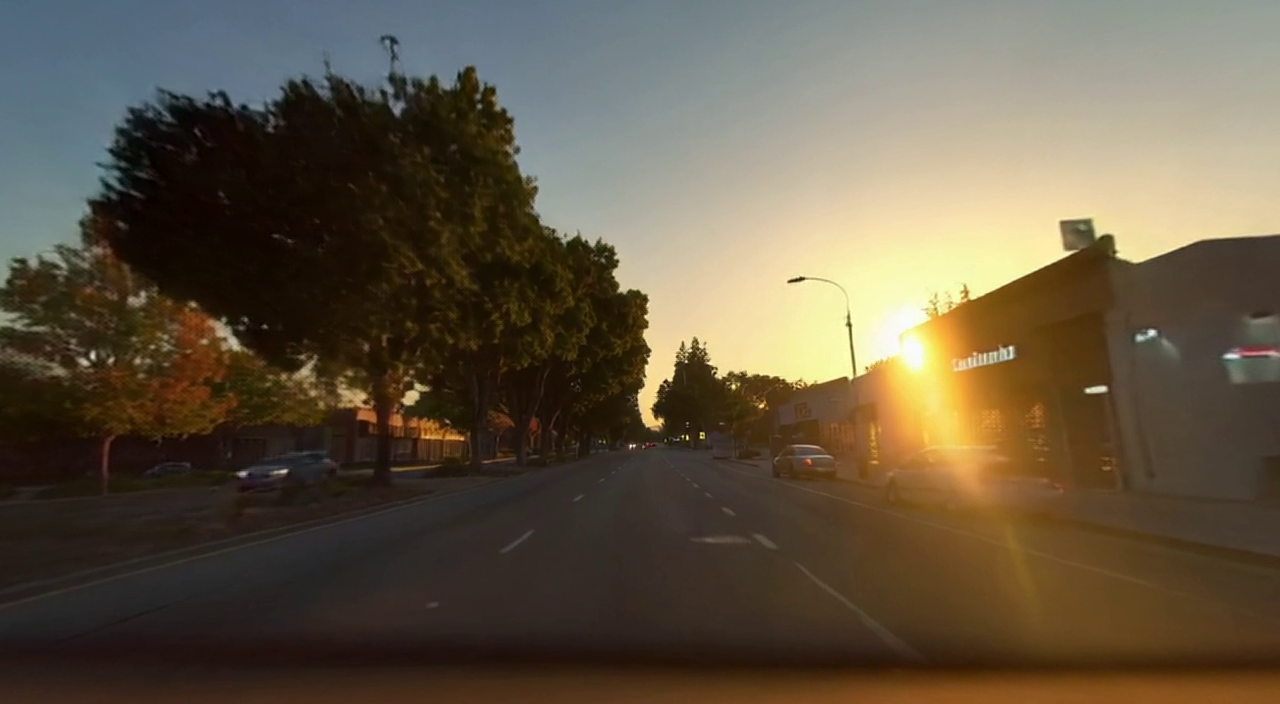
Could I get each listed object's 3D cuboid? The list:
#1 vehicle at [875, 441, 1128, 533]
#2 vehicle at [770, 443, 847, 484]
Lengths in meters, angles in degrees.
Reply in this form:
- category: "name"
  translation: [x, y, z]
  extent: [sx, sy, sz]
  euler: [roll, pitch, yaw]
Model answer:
- category: "vehicle"
  translation: [6.791, 2.561, 12.731]
  extent: [2.119, 1.458, 4.965]
  euler: [1, -9, -1]
- category: "vehicle"
  translation: [6.844, 4.547, 26.133]
  extent: [1.923, 1.498, 4.676]
  euler: [0, -8, 1]
